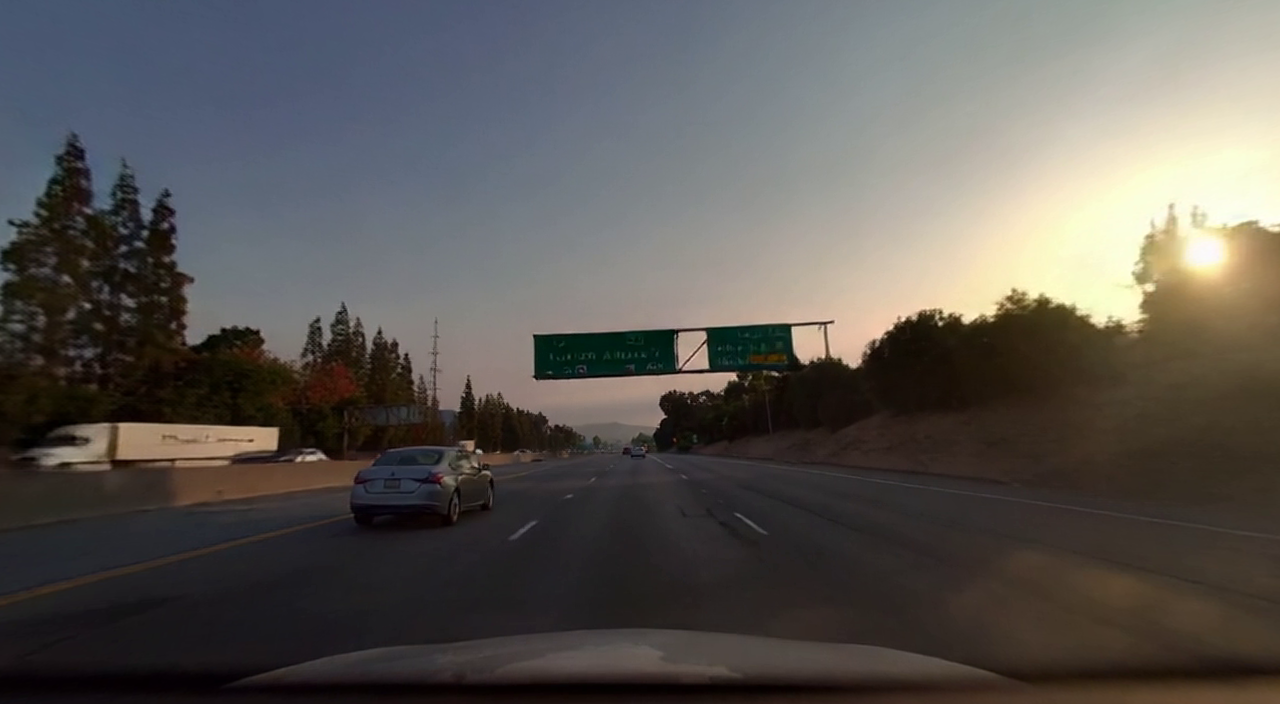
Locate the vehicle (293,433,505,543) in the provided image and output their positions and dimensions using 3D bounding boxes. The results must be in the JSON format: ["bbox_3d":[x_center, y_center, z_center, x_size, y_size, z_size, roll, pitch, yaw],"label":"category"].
[{"bbox_3d":[-3.929,2.278,11.251,2.050,1.547,4.266,0,-9,1],"label":"vehicle"}]

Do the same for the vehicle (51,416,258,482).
[{"bbox_3d":[-36.233,7.478,48.977,2.926,4.206,16.722,0,-9,0],"label":"vehicle"}]

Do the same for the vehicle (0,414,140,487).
[{"bbox_3d":[-36.111,6.128,39.501,3.015,4.073,8.024,0,-9,-1],"label":"vehicle"}]
